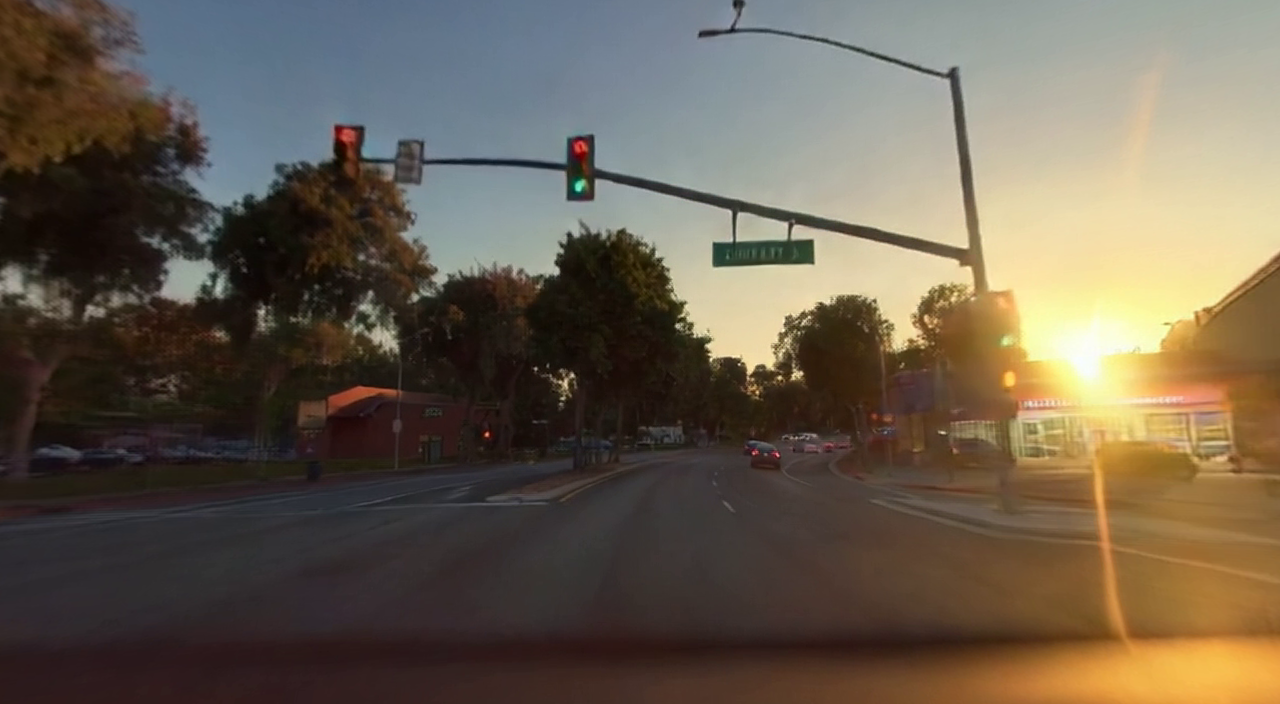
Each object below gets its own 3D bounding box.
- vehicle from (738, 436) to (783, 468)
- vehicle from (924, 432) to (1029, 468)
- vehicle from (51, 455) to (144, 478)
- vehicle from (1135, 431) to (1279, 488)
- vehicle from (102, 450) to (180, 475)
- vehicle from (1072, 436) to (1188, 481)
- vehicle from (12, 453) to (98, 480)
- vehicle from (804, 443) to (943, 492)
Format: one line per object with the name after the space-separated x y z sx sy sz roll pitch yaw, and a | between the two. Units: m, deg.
7.244 5.933 37.501 2.311 1.715 4.287 -2 -9 14 | vehicle
18.204 5.334 34.372 4.557 1.825 2.350 -3 -9 15 | vehicle
-39.513 8.336 46.119 2.379 1.472 5.175 0 -9 -4 | vehicle
20.217 3.727 22.204 4.707 1.790 2.357 4 -9 -25 | vehicle
-36.963 8.188 46.897 2.143 1.624 4.728 2 -8 -4 | vehicle
19.006 4.087 24.435 4.135 1.580 1.908 4 -10 -28 | vehicle
-42.276 8.258 45.698 1.983 1.730 4.577 0 -9 -4 | vehicle
7.784 3.856 21.537 1.938 1.466 4.434 3 -9 -20 | vehicle
